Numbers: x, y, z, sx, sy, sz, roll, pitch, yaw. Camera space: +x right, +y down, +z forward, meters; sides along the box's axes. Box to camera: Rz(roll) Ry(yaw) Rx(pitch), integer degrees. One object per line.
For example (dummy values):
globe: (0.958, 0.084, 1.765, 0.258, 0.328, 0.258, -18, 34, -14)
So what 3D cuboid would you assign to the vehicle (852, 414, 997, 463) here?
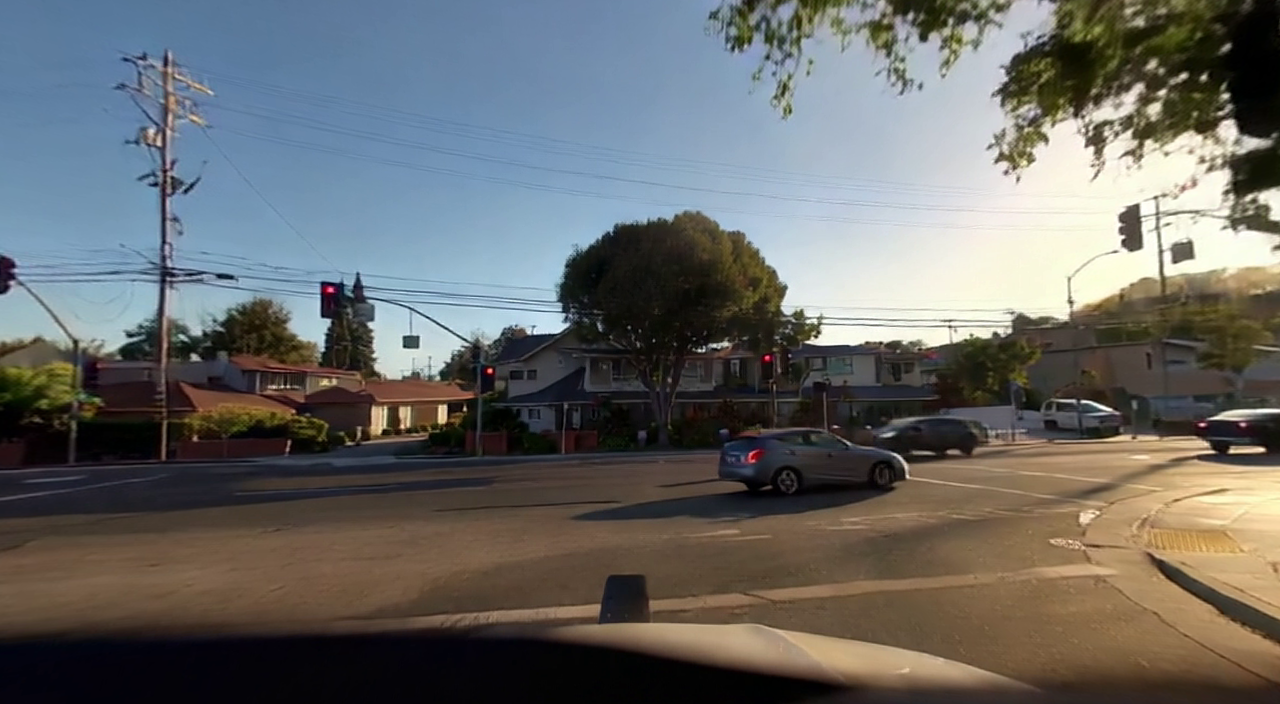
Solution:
vehicle: (11.315, 3.448, 25.161, 4.966, 1.806, 2.007, 2, -9, -13)

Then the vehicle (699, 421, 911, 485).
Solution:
vehicle: (4.041, 2.502, 15.814, 4.757, 1.442, 1.858, 1, -9, -10)

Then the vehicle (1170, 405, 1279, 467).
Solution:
vehicle: (18.342, 2.432, 18.233, 4.636, 1.668, 1.935, 1, -9, -10)
